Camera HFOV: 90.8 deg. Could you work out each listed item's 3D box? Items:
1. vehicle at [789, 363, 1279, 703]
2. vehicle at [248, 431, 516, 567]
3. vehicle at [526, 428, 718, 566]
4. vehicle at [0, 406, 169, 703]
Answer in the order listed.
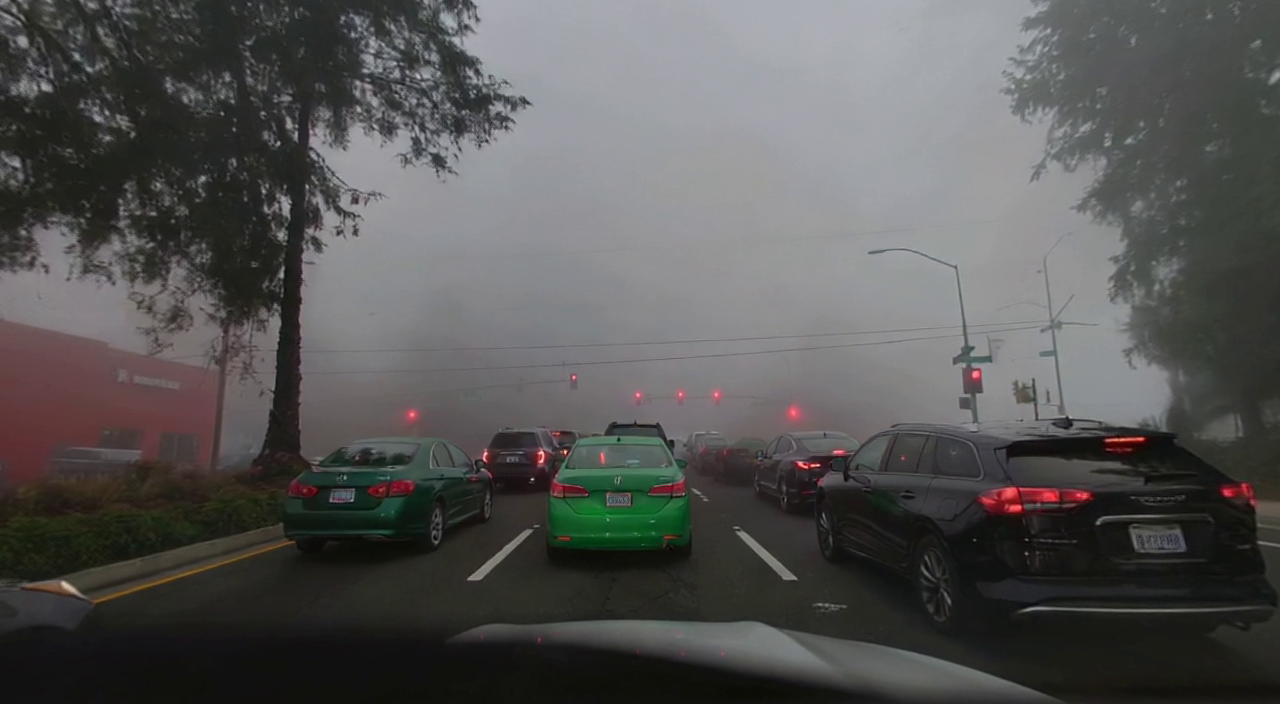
[{"bbox_3d":[3.003,1.239,5.476,2.196,1.676,4.865,0,-8,0],"label":"vehicle"},{"bbox_3d":[-3.202,1.893,8.944,1.917,1.441,4.128,-1,-8,2],"label":"vehicle"},{"bbox_3d":[-0.205,1.831,8.713,2.041,1.450,3.847,0,-8,0],"label":"vehicle"},{"bbox_3d":[-3.353,0.710,0.853,1.863,1.448,4.697,0,-8,-1],"label":"vehicle"}]
